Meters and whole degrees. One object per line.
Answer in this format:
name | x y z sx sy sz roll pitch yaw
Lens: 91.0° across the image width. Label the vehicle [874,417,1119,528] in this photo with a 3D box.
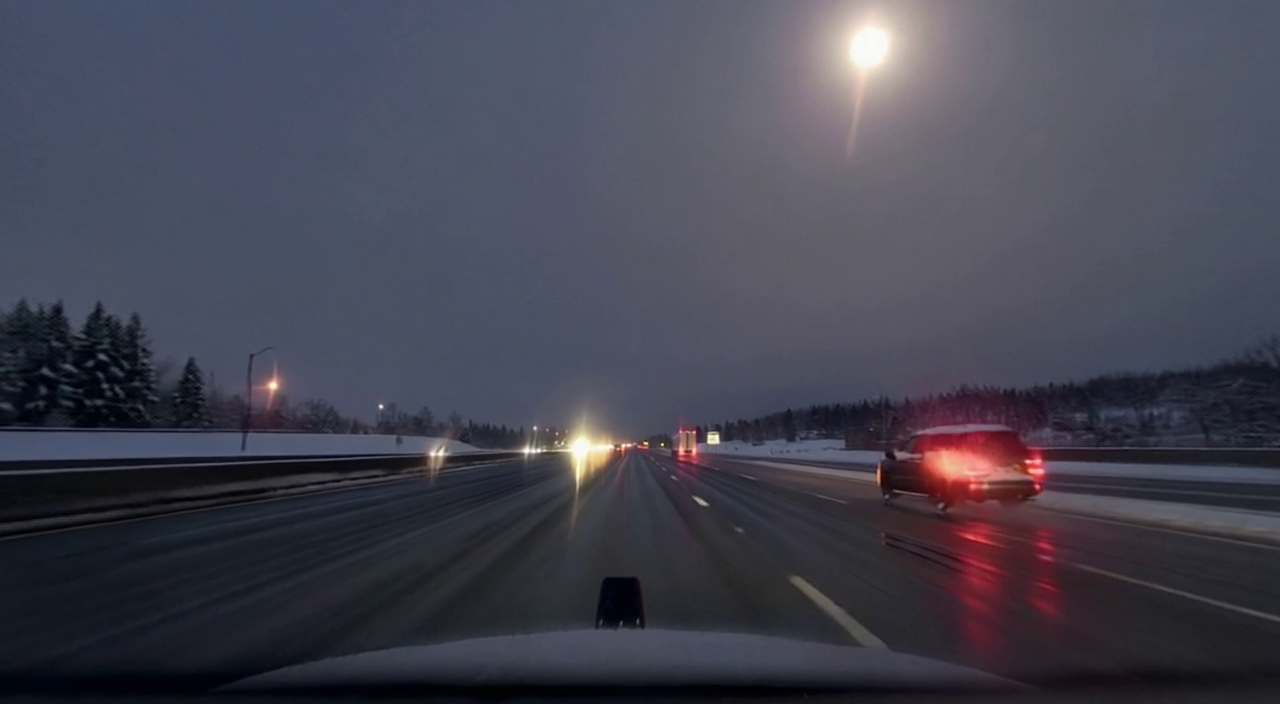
vehicle | 6.626 2.289 12.515 2.096 1.767 4.601 0 -9 -1
